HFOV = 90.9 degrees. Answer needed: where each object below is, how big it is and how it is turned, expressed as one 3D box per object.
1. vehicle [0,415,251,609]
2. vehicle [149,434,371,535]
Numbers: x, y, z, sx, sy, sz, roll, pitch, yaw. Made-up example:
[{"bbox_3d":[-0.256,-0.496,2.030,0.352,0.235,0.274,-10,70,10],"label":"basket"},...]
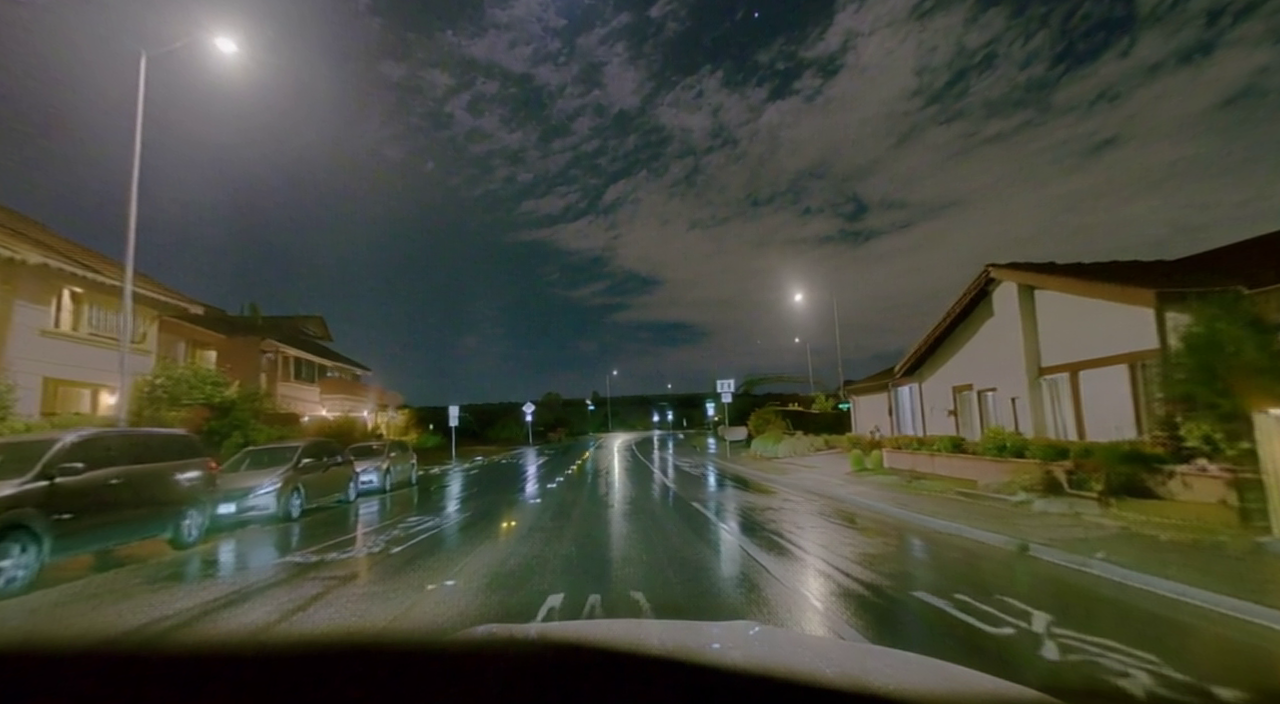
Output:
[{"bbox_3d":[-6.804,1.658,7.242,1.865,1.750,4.507,0,-8,-2],"label":"vehicle"},{"bbox_3d":[-6.750,2.330,11.773,1.777,1.554,3.790,0,-8,0],"label":"vehicle"}]
